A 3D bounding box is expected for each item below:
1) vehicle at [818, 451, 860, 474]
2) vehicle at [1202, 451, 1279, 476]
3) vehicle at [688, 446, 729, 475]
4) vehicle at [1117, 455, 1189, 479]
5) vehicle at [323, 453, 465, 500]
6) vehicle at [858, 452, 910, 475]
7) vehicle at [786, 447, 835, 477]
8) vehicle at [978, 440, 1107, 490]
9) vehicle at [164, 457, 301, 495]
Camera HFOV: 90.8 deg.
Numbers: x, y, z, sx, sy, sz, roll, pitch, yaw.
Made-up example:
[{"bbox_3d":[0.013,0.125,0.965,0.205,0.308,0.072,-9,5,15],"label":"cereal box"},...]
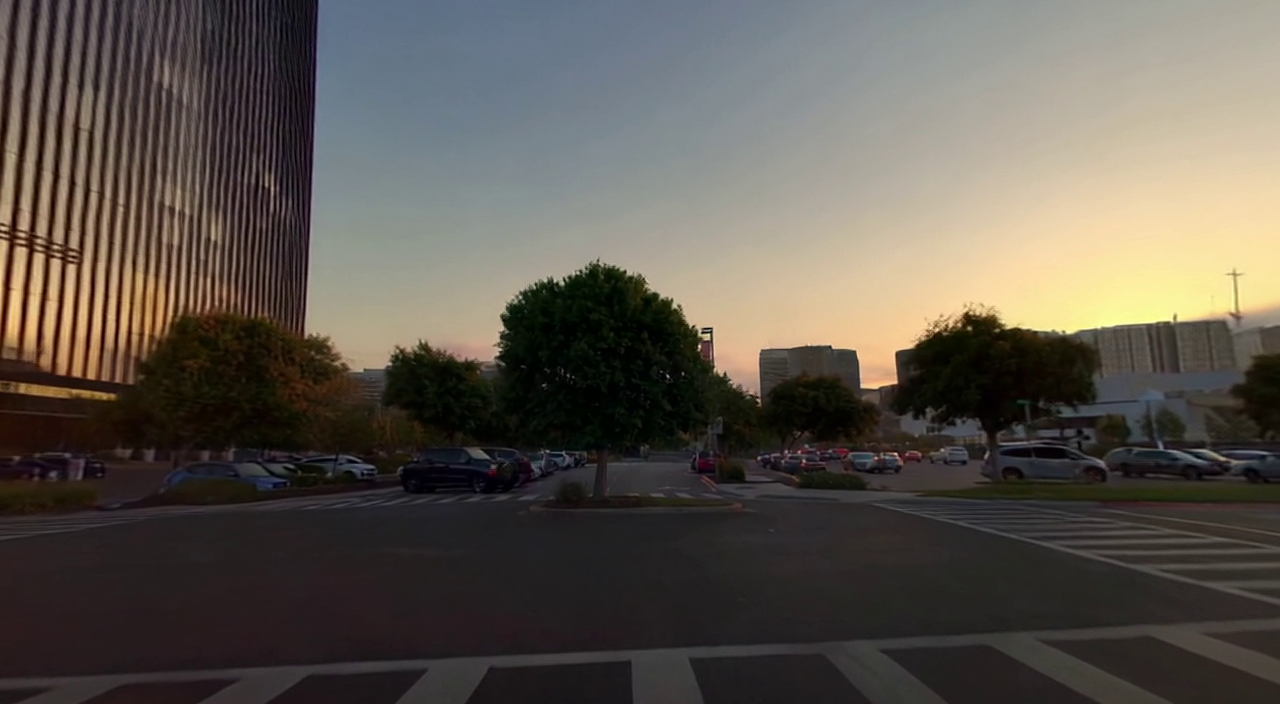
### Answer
[{"bbox_3d":[14.173,7.879,45.199,1.935,1.477,3.719,0,-8,4],"label":"vehicle"},{"bbox_3d":[36.970,6.774,38.453,1.678,1.423,4.191,0,-9,1],"label":"vehicle"},{"bbox_3d":[4.551,7.282,42.791,2.262,1.794,5.331,0,-8,0],"label":"vehicle"},{"bbox_3d":[31.217,6.980,38.550,1.519,1.371,3.278,0,-8,-1],"label":"vehicle"},{"bbox_3d":[-8.700,4.356,22.464,4.442,1.504,1.809,4,-10,-28],"label":"vehicle"},{"bbox_3d":[17.096,7.809,44.504,1.971,1.478,4.477,0,-8,1],"label":"vehicle"},{"bbox_3d":[10.532,6.785,39.271,1.936,1.673,4.305,0,-8,2],"label":"vehicle"},{"bbox_3d":[16.486,4.613,26.298,2.048,1.852,4.998,0,-8,0],"label":"vehicle"},{"bbox_3d":[-16.641,5.061,25.926,4.331,1.437,1.876,0,-8,3],"label":"vehicle"}]
